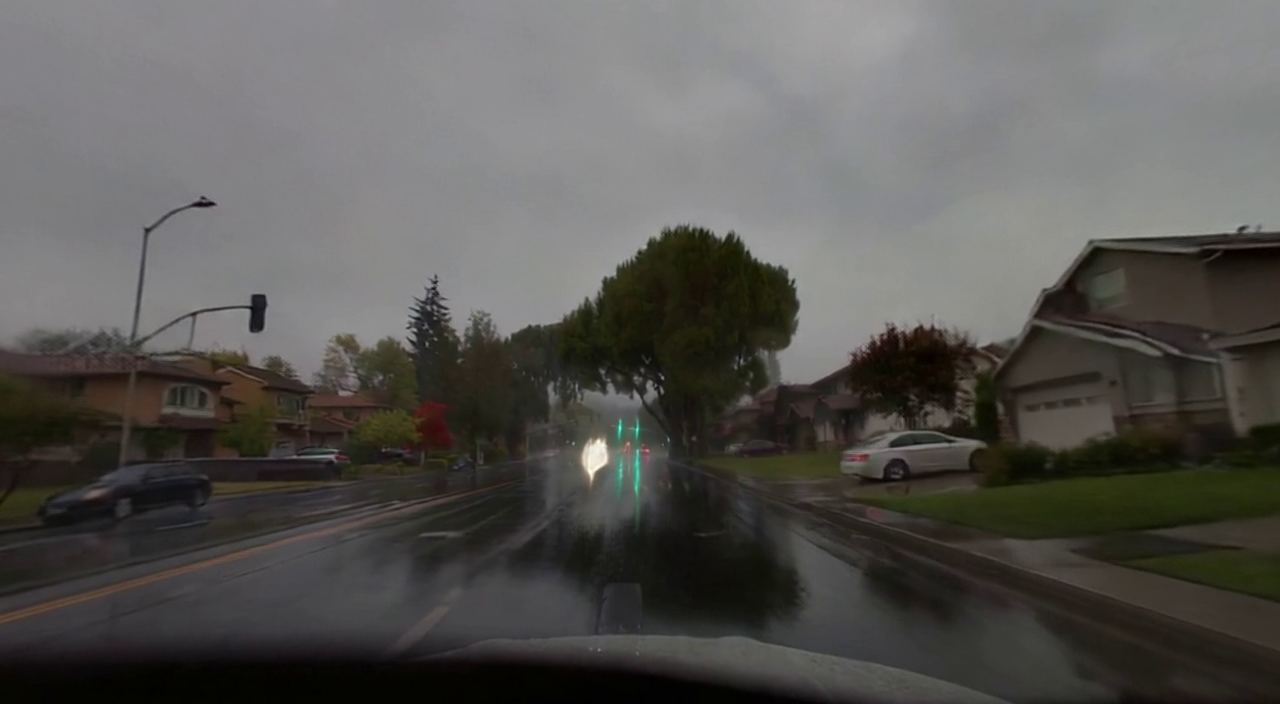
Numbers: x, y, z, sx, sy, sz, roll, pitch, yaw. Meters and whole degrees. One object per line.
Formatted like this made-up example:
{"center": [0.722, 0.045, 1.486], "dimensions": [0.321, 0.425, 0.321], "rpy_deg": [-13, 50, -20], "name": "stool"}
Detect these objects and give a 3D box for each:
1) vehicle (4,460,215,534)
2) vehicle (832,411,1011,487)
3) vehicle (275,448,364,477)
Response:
{"center": [-14.019, 3.803, 17.179], "dimensions": [1.876, 1.495, 4.647], "rpy_deg": [-4, -9, -2], "name": "vehicle"}
{"center": [9.164, 3.181, 20.819], "dimensions": [4.790, 1.681, 2.029], "rpy_deg": [-7, -8, -5], "name": "vehicle"}
{"center": [-21.193, 7.315, 41.880], "dimensions": [4.756, 1.869, 2.042], "rpy_deg": [-1, -9, 4], "name": "vehicle"}
